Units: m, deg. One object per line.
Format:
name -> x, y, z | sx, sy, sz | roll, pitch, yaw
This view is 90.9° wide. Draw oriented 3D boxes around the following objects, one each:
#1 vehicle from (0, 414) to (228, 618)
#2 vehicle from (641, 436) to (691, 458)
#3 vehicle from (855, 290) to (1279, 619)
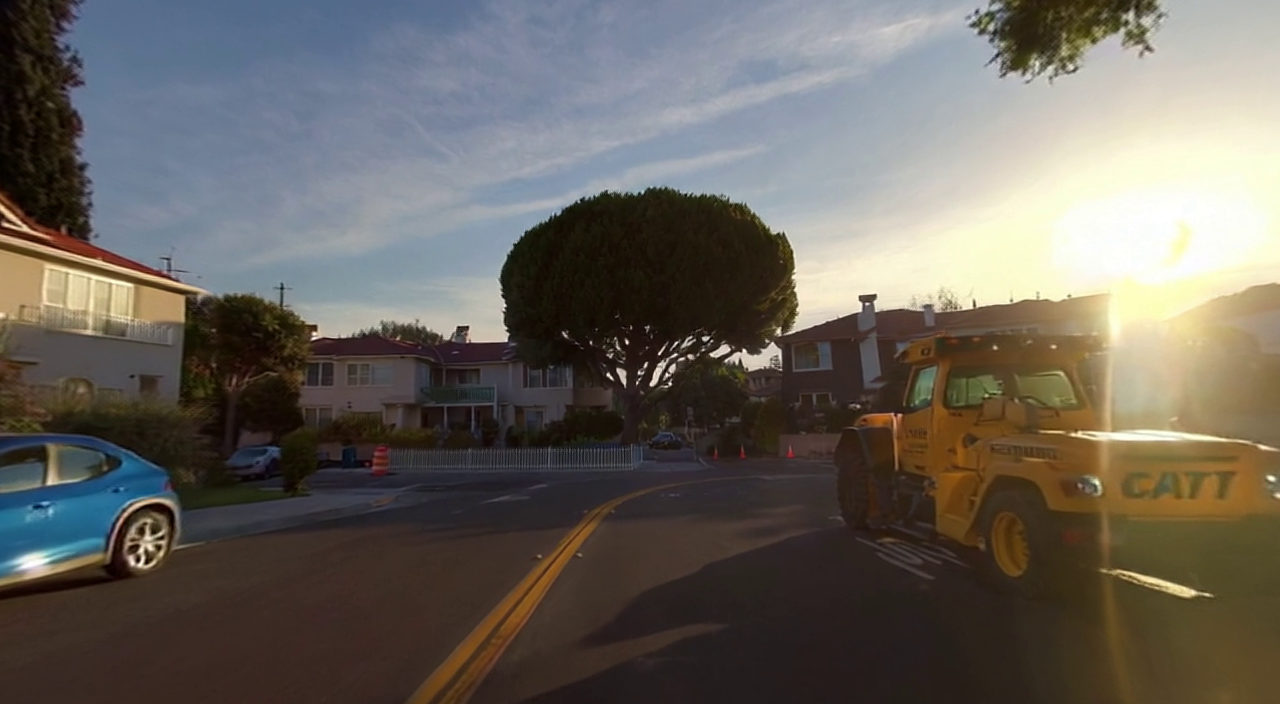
vehicle -> -6.704, 1.510, 6.018 | 2.220, 1.765, 4.799 | 0, -8, 1
vehicle -> 1.940, 7.237, 47.967 | 3.629, 1.578, 1.802 | 0, -8, -1
vehicle -> 4.355, 1.045, 6.891 | 2.501, 2.613, 3.505 | 0, -9, -4
